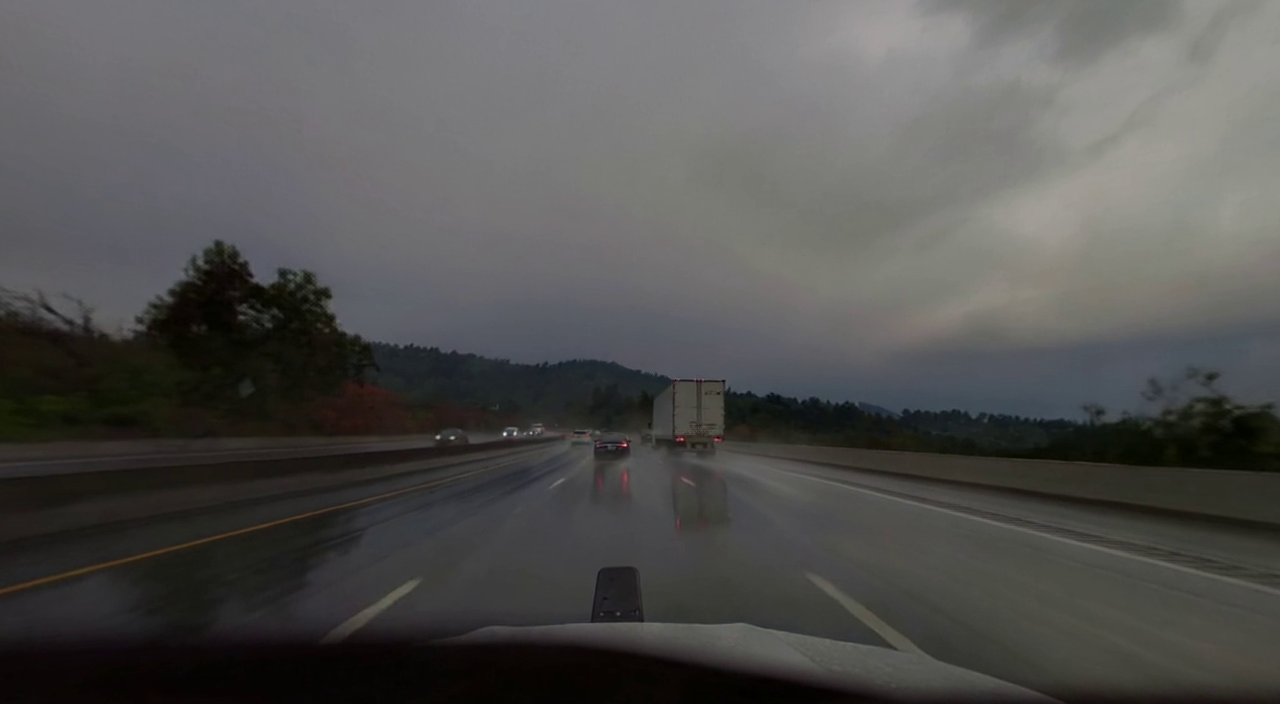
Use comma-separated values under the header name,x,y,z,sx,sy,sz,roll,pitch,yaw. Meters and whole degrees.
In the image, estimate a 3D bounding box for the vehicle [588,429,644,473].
name,x,y,z,sx,sy,sz,roll,pitch,yaw
vehicle,-0.945,3.856,24.795,2.048,1.563,4.087,0,-8,-2

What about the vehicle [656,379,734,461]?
name,x,y,z,sx,sy,sz,roll,pitch,yaw
vehicle,2.982,4.452,39.275,2.946,4.111,14.652,0,-8,-2
